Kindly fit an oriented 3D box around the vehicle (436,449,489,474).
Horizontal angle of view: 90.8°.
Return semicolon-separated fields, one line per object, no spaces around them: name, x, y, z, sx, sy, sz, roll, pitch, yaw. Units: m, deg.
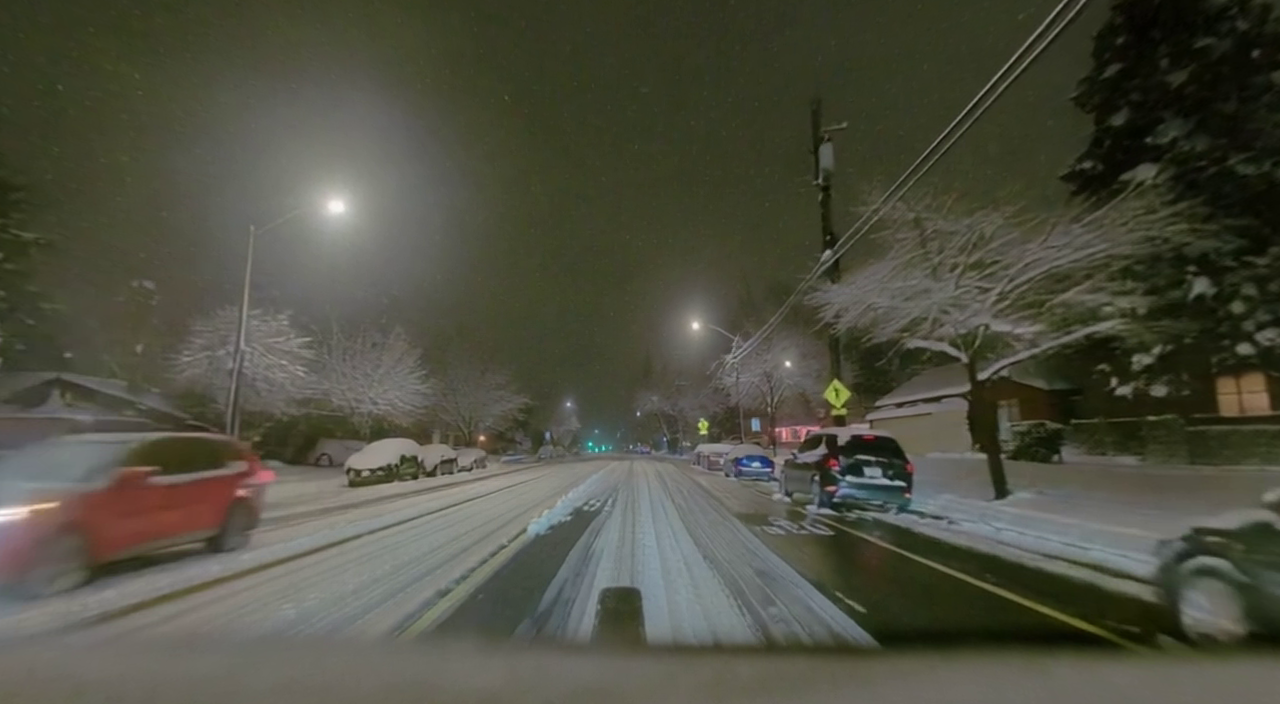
vehicle;-11.078;6.846;39.793;1.949;1.457;4.581;0;-9;0

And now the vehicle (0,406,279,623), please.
vehicle;-6.265;1.550;6.693;2.166;1.734;4.551;0;-9;0

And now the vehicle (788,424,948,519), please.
vehicle;5.057;2.714;14.762;2.087;1.869;4.159;0;-9;-1

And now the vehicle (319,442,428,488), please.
vehicle;-11.331;4.829;27.385;2.459;1.804;4.877;0;-9;2

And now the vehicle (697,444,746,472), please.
vehicle;4.487;5.925;35.591;2.196;1.472;4.426;0;-9;0
